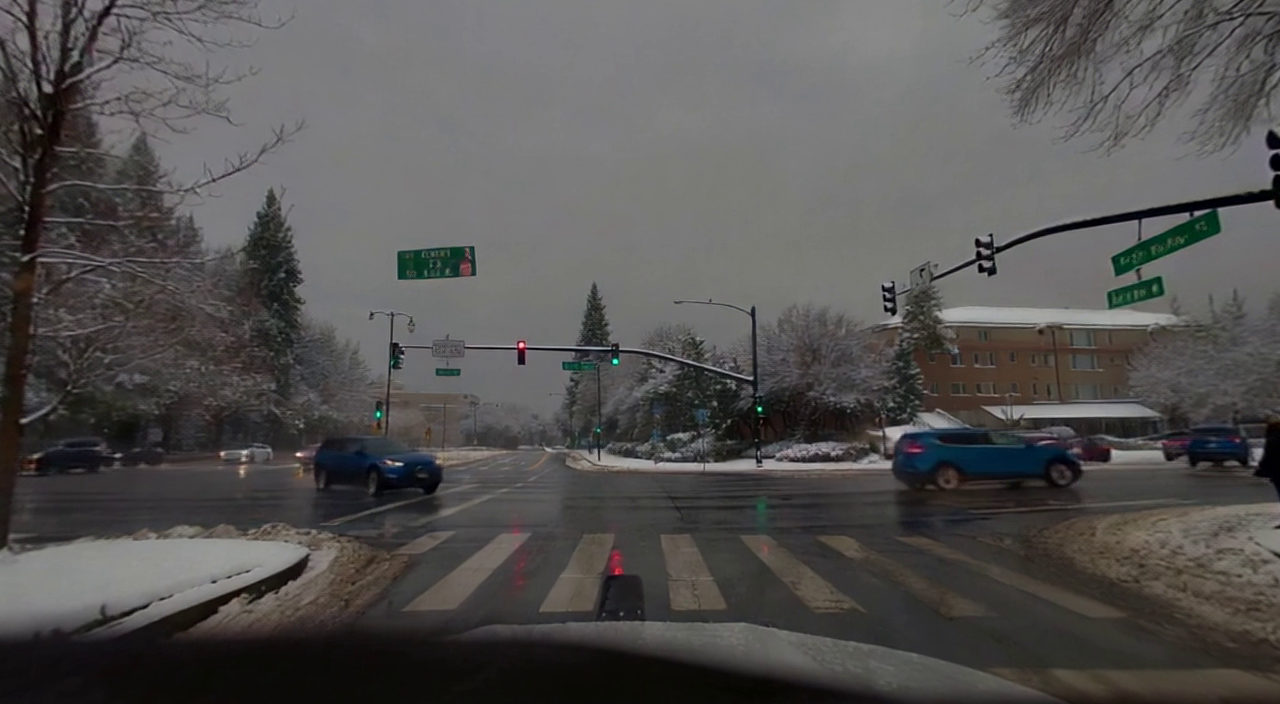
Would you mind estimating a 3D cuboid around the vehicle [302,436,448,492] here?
[{"bbox_3d":[-8.248,3.403,19.585,4.312,1.540,2.007,-6,-10,33],"label":"vehicle"}]

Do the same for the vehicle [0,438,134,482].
[{"bbox_3d":[-23.558,4.372,25.831,1.951,1.609,4.693,0,-8,-2],"label":"vehicle"}]

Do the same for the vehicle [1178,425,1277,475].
[{"bbox_3d":[23.723,3.984,25.786,2.457,1.777,6.196,-7,-11,39],"label":"vehicle"}]

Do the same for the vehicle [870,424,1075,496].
[{"bbox_3d":[9.016,2.928,17.374,4.509,1.821,2.066,1,-9,-9],"label":"vehicle"}]

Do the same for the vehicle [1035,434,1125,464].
[{"bbox_3d":[27.753,6.149,40.085,2.156,1.719,4.780,0,-8,-2],"label":"vehicle"}]
